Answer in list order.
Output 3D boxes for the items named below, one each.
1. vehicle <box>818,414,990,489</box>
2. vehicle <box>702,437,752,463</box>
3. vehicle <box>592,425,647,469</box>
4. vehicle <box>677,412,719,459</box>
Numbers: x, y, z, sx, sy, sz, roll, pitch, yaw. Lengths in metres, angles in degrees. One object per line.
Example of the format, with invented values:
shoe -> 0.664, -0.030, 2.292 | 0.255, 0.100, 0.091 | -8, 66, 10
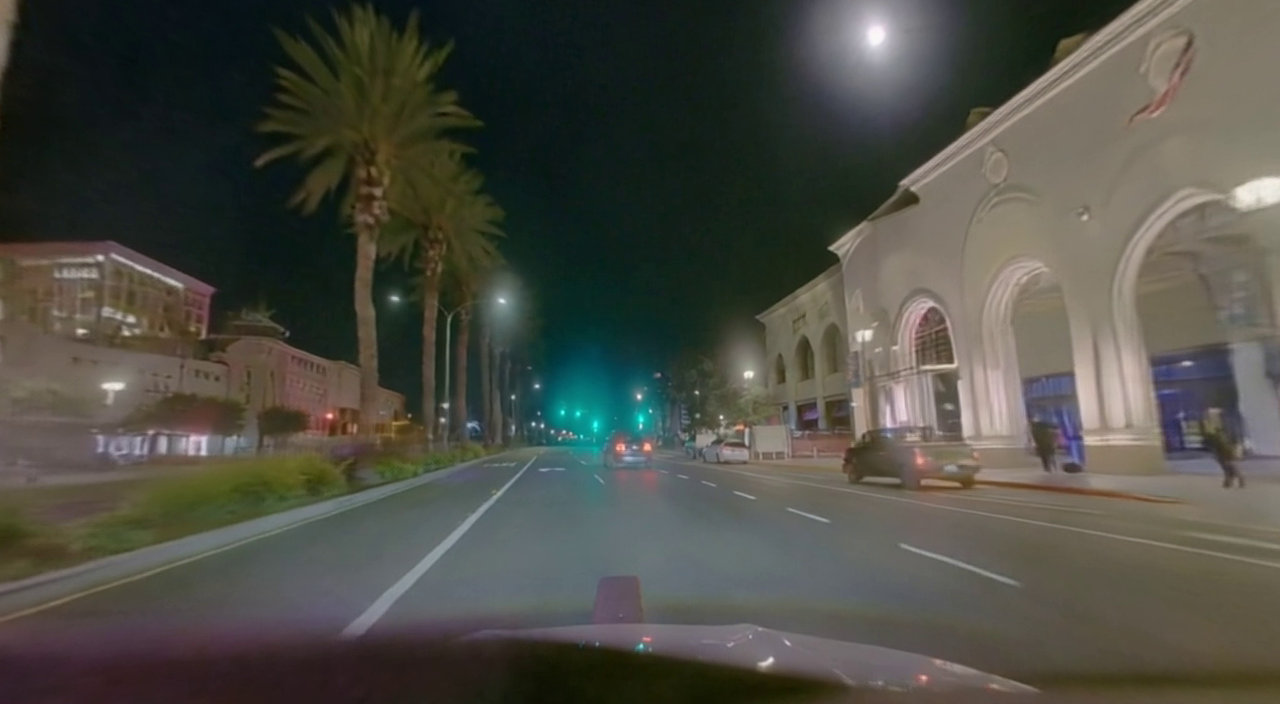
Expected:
vehicle -> 7.999, 3.129, 20.066 | 2.417, 2.030, 5.711 | 1, -9, -7
vehicle -> 5.334, 6.126, 39.483 | 2.015, 1.486, 4.501 | 1, -9, -7
vehicle -> -1.196, 4.913, 32.723 | 2.284, 2.010, 6.670 | 1, -9, -7
vehicle -> 4.422, 6.451, 48.650 | 2.821, 3.470, 3.590 | 0, -9, -1
